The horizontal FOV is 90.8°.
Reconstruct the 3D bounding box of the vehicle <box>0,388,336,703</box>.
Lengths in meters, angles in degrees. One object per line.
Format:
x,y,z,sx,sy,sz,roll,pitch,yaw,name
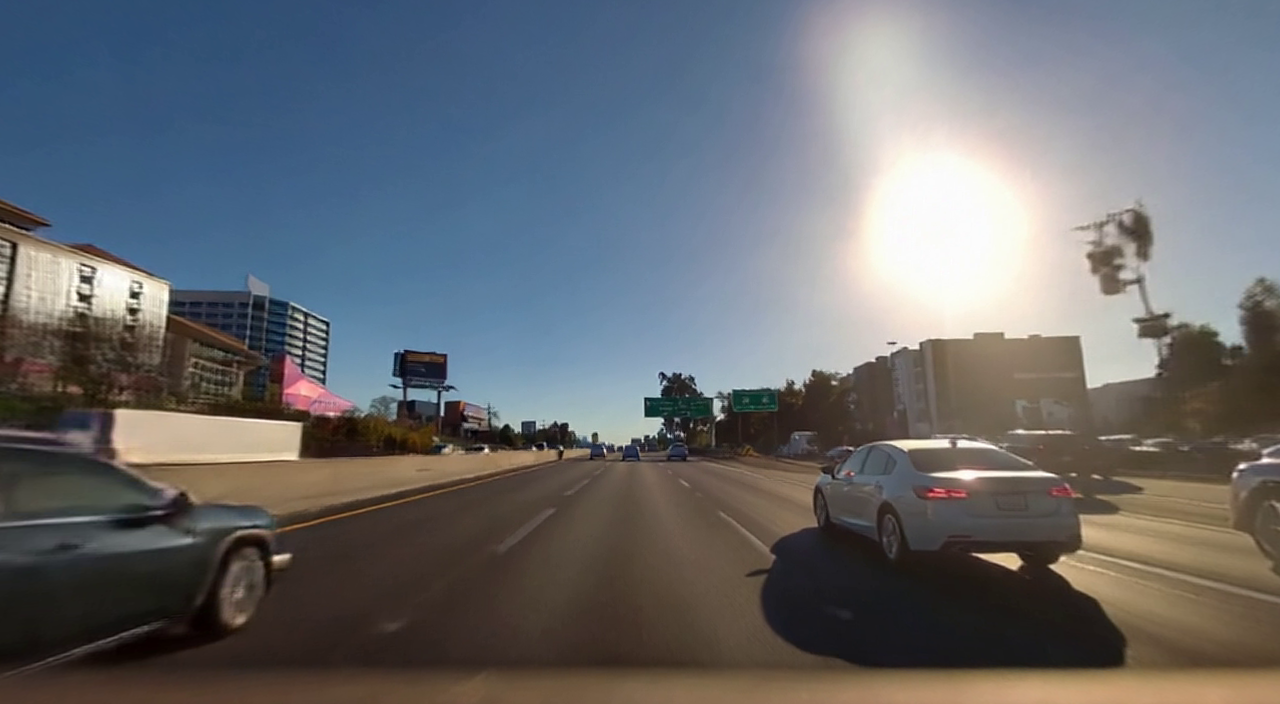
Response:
-3.360,0.964,2.747,1.879,1.526,4.483,0,-9,-1,vehicle

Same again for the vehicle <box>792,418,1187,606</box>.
3.396,1.641,7.442,1.987,1.509,4.512,0,-9,-1,vehicle
